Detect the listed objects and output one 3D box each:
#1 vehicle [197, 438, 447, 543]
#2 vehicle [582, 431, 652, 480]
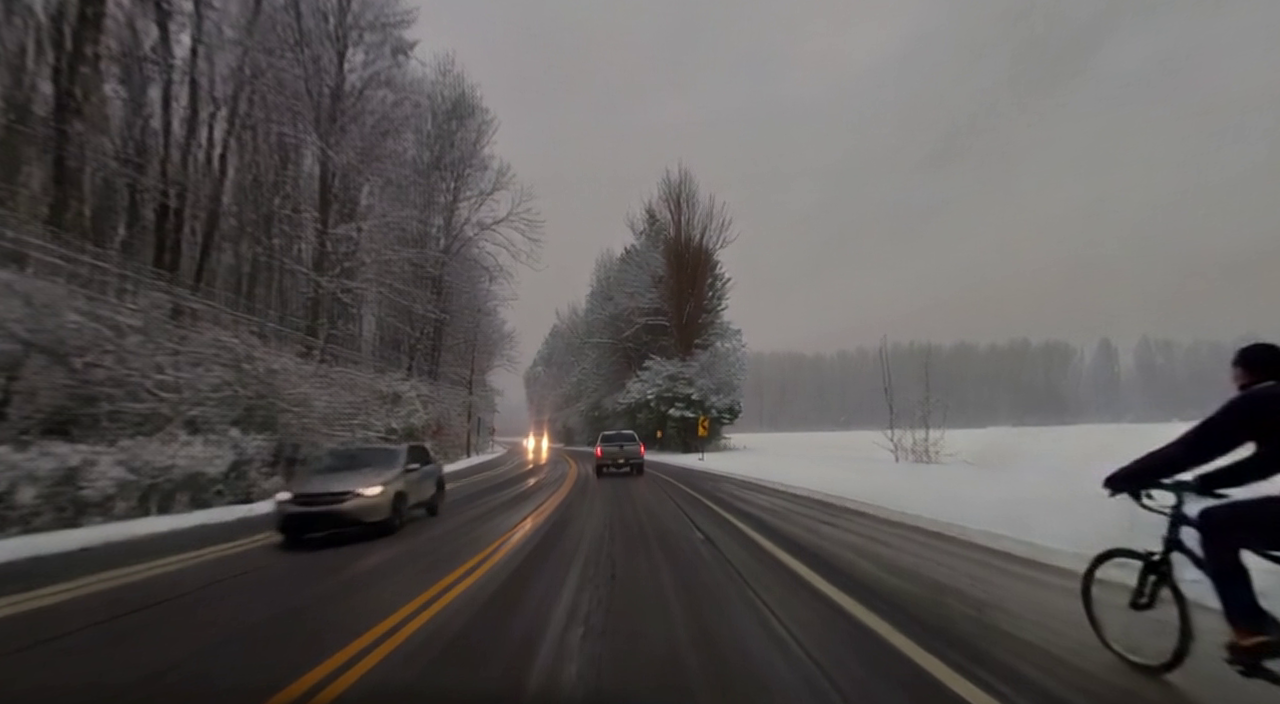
[{"bbox_3d":[-5.203,2.299,11.239,2.198,1.459,4.398,0,-8,-1],"label":"vehicle"},{"bbox_3d":[-1.031,4.250,26.287,2.631,1.798,5.331,0,-8,-4],"label":"vehicle"}]
